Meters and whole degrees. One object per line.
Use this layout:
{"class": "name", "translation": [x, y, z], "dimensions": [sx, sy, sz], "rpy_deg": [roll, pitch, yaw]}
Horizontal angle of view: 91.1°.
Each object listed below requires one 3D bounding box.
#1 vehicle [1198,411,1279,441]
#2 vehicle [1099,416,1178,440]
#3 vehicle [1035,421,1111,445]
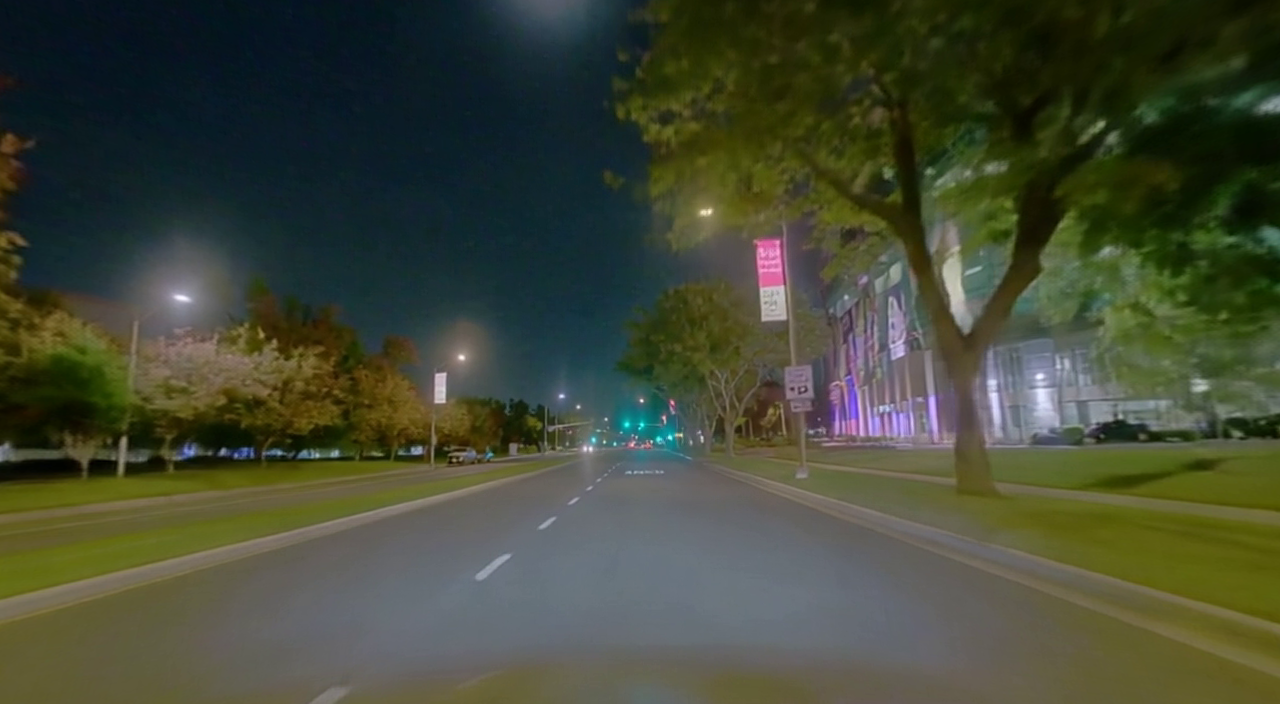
{"class": "vehicle", "translation": [33.774, 4.166, 34.882], "dimensions": [1.866, 1.550, 3.927], "rpy_deg": [0, -8, 2]}
{"class": "vehicle", "translation": [33.541, 5.183, 42.371], "dimensions": [1.917, 1.469, 4.195], "rpy_deg": [0, -9, 1]}
{"class": "vehicle", "translation": [28.212, 5.341, 41.097], "dimensions": [1.895, 1.503, 4.234], "rpy_deg": [1, -9, 0]}
